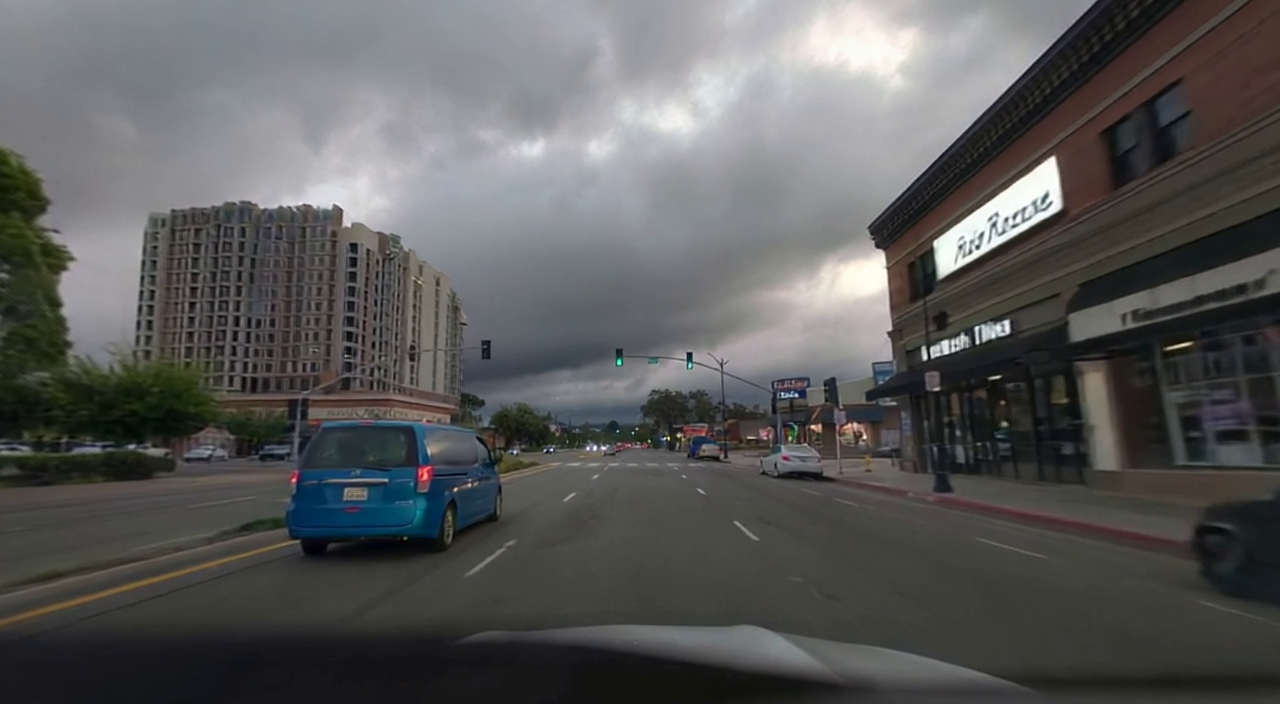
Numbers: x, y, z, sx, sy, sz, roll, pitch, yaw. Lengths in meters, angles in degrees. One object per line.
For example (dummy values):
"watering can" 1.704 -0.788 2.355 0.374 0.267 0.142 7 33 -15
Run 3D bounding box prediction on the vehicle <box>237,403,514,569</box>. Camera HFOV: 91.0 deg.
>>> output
"vehicle" -3.158 1.685 8.551 2.080 1.722 3.766 0 -8 1

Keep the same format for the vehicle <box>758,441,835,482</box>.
"vehicle" 6.423 4.521 26.422 1.967 1.534 4.683 0 -8 -1
